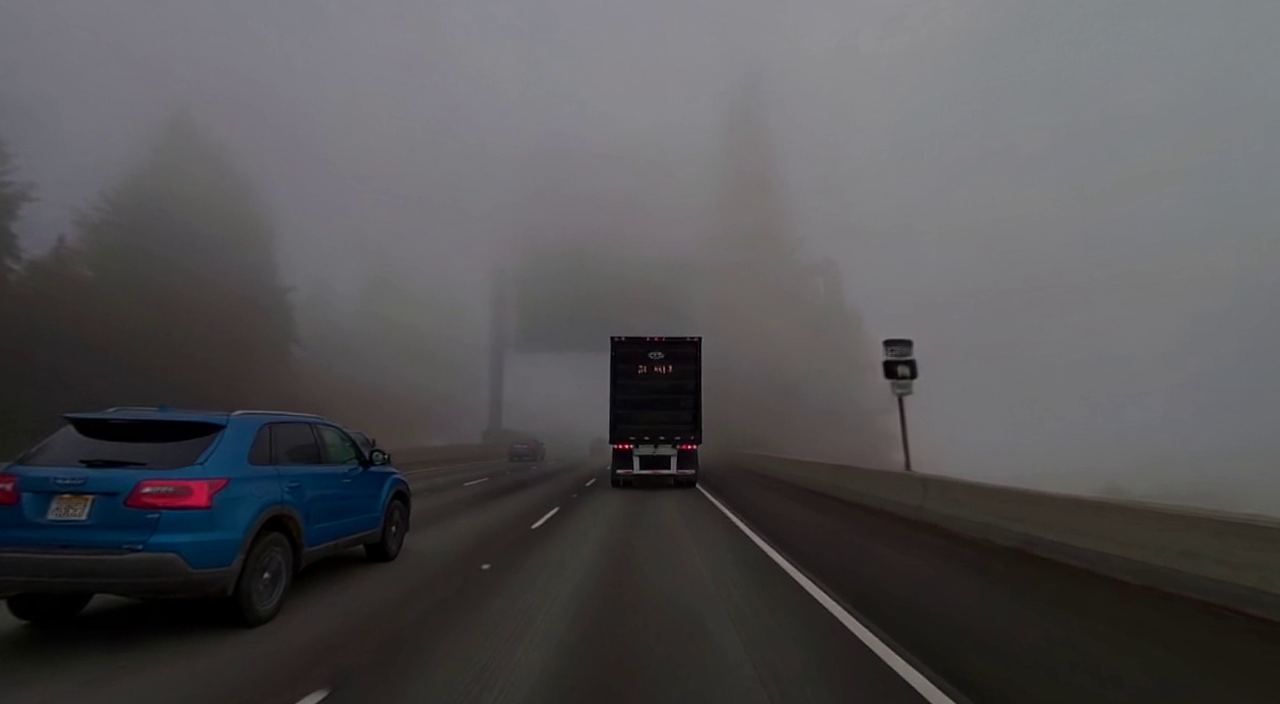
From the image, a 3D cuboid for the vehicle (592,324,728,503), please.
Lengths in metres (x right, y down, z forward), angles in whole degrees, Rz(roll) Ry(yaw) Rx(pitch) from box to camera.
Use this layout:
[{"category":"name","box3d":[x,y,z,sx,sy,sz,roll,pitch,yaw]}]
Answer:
[{"category":"vehicle","box3d":[0.481,2.063,18.887,2.870,3.841,10.653,0,-8,1]}]

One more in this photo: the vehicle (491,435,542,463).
[{"category":"vehicle","box3d":[-6.766,5.366,35.047,1.882,1.451,4.416,0,-8,1]}]

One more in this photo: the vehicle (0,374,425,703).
[{"category":"vehicle","box3d":[-3.655,1.253,5.338,2.077,1.671,4.249,0,-8,1]}]
